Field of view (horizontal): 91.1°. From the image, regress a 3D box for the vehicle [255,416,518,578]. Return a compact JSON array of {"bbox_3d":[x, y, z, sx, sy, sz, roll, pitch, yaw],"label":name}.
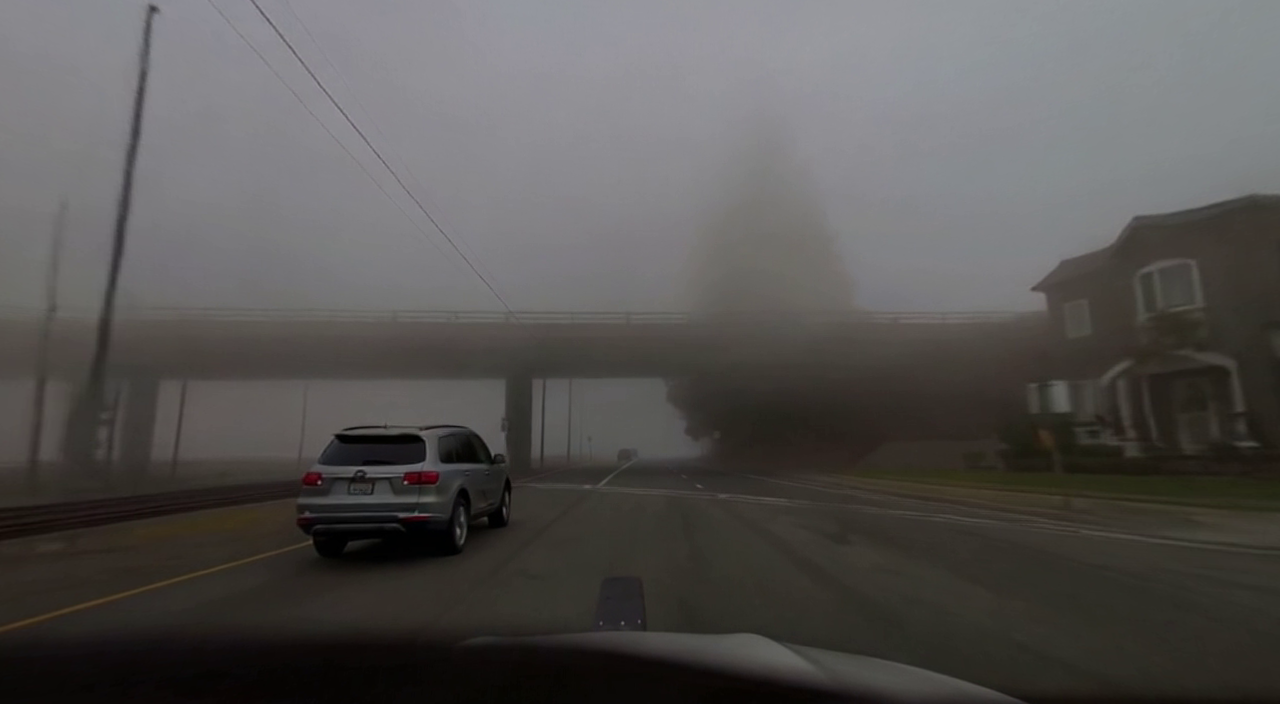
[{"bbox_3d":[-3.131,1.877,8.930,1.882,1.704,4.335,0,-9,1],"label":"vehicle"}]
